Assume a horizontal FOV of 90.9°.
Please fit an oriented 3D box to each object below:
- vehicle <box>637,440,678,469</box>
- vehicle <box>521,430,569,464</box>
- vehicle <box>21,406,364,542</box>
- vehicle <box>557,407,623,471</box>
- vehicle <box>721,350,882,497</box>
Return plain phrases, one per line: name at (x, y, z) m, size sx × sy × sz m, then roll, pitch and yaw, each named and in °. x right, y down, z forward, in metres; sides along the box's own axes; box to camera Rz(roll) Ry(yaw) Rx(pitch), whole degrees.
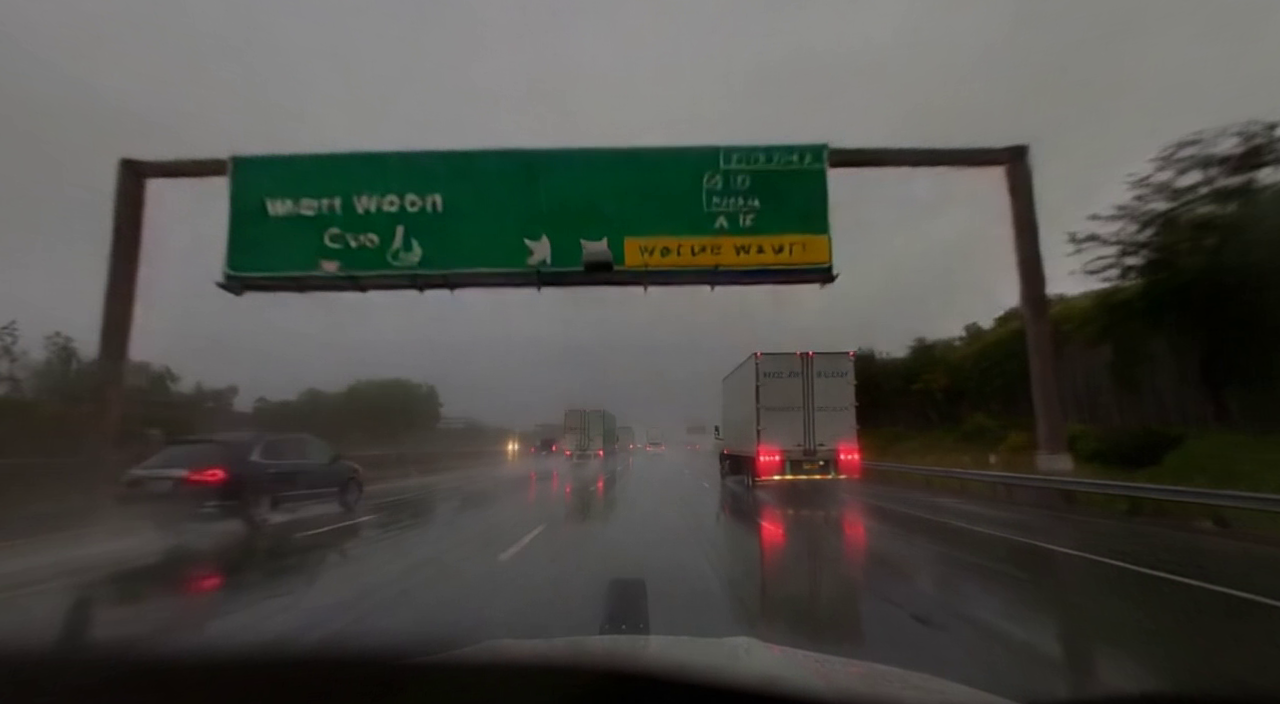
vehicle at (0.966, 5.550, 34.320) m, size 2.105 × 1.502 × 4.068 m, roll 0°, pitch -8°, yaw 2°
vehicle at (-6.578, 6.694, 44.343) m, size 2.322 × 2.195 × 5.556 m, roll 0°, pitch -8°, yaw 2°
vehicle at (-7.319, 2.065, 11.322) m, size 2.272 × 1.850 × 5.156 m, roll 0°, pitch -8°, yaw 1°
vehicle at (-2.622, 4.949, 35.624) m, size 2.745 × 3.156 × 7.608 m, roll 0°, pitch -8°, yaw 2°
vehicle at (4.328, 2.252, 18.909) m, size 2.895 × 3.484 × 7.631 m, roll 0°, pitch -8°, yaw 1°
